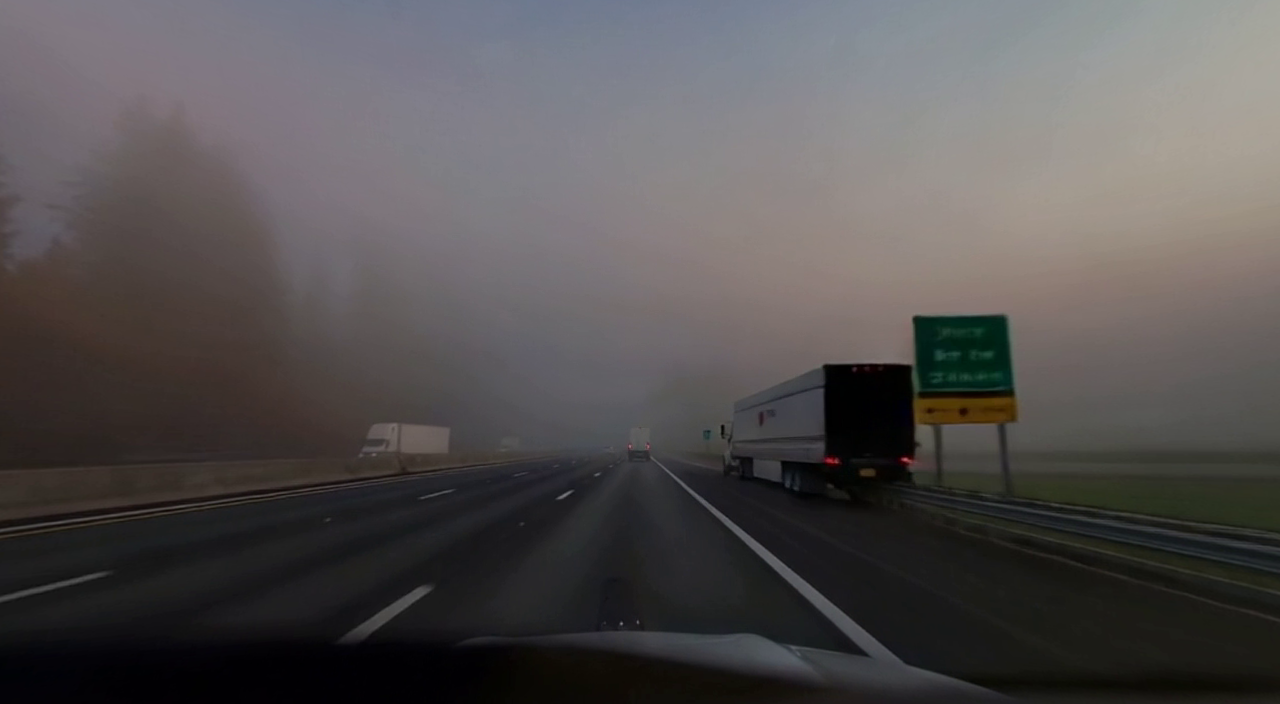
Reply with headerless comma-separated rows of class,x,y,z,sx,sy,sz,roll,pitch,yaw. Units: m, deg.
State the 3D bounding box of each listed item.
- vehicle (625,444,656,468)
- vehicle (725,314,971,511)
vehicle,0.037,6.836,41.656,1.972,1.492,3.697,0,-9,0
vehicle,5.248,2.307,20.274,2.893,4.114,14.332,0,-9,-1
